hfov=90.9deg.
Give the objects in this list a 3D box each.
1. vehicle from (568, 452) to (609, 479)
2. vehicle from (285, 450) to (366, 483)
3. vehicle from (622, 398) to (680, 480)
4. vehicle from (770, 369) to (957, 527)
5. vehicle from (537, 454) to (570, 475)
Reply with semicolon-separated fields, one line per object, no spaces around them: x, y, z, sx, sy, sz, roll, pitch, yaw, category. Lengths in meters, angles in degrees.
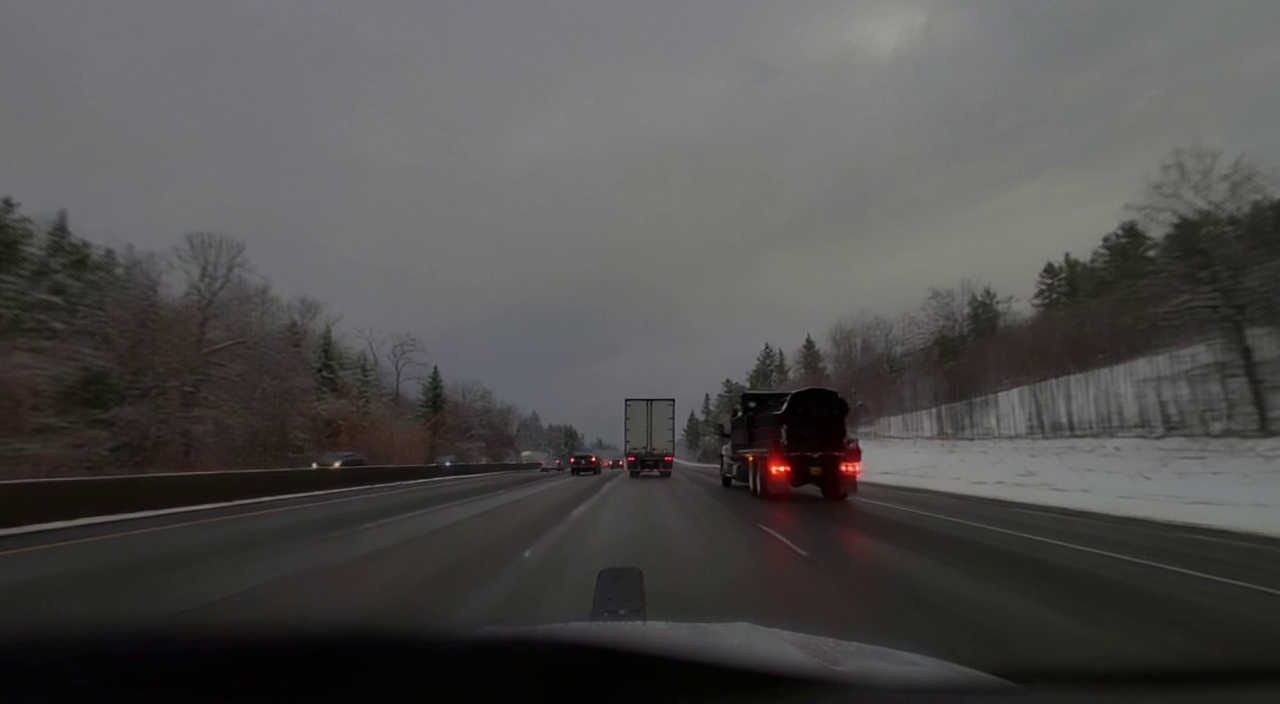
-3.072;6.873;38.433;2.061;1.555;3.900;0;-9;1;vehicle
-18.414;6.682;37.200;2.150;1.800;4.867;0;-9;2;vehicle
0.531;5.289;37.501;2.875;4.056;12.312;0;-9;0;vehicle
4.545;2.065;13.683;2.565;2.902;3.798;0;-9;0;vehicle
-6.753;8.819;49.588;1.926;1.482;3.959;0;-9;1;vehicle
